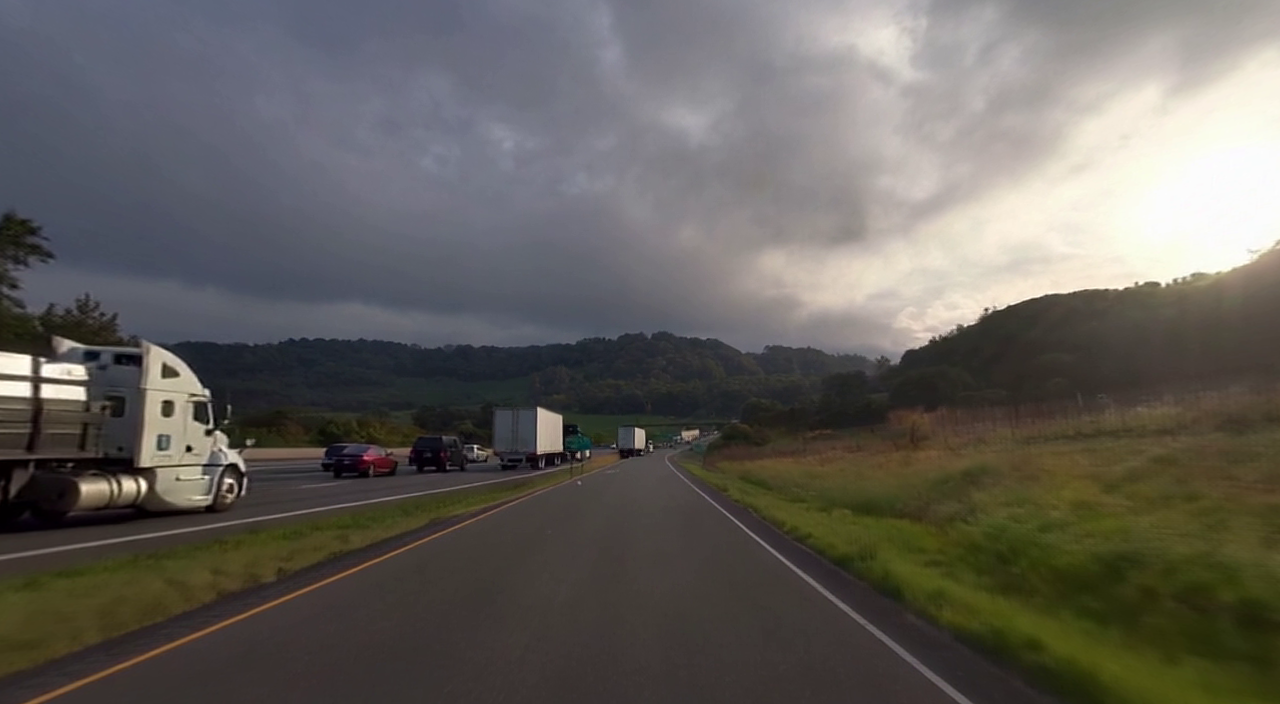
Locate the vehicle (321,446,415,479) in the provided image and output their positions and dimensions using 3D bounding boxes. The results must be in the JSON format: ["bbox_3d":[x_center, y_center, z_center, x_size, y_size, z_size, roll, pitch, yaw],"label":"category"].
[{"bbox_3d":[-13.122,5.350,30.781,1.925,1.493,4.864,-1,-9,8],"label":"vehicle"}]

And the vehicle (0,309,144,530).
[{"bbox_3d":[-12.329,0.639,7.332,2.745,3.617,11.590,-1,-9,6],"label":"vehicle"}]

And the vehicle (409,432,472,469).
[{"bbox_3d":[-14.739,7.319,46.903,2.264,2.596,5.494,-1,-9,8],"label":"vehicle"}]

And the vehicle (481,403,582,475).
[{"bbox_3d":[-6.922,6.117,43.442,2.848,4.067,14.314,-1,-9,7],"label":"vehicle"}]
